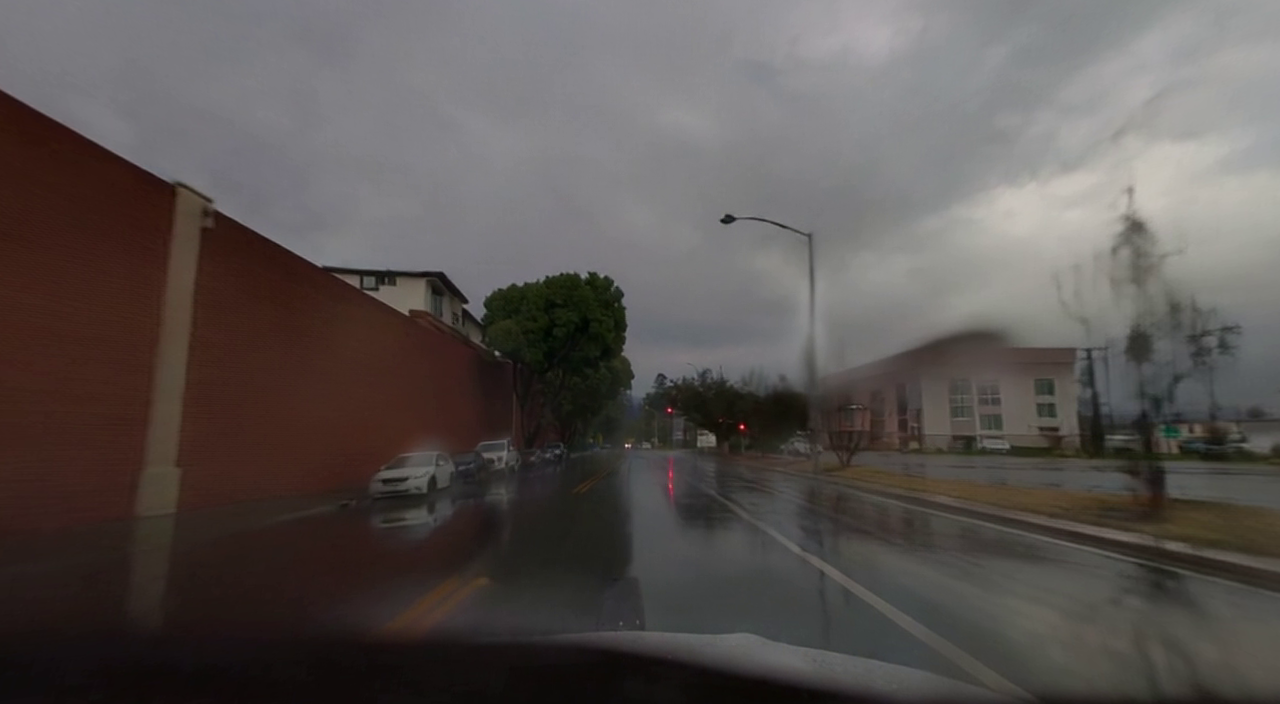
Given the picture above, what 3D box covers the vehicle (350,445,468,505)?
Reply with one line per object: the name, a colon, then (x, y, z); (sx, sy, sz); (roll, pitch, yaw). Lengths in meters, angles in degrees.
vehicle: (-6.827, 3.640, 19.246); (1.989, 1.485, 4.218); (1, -8, 0)
